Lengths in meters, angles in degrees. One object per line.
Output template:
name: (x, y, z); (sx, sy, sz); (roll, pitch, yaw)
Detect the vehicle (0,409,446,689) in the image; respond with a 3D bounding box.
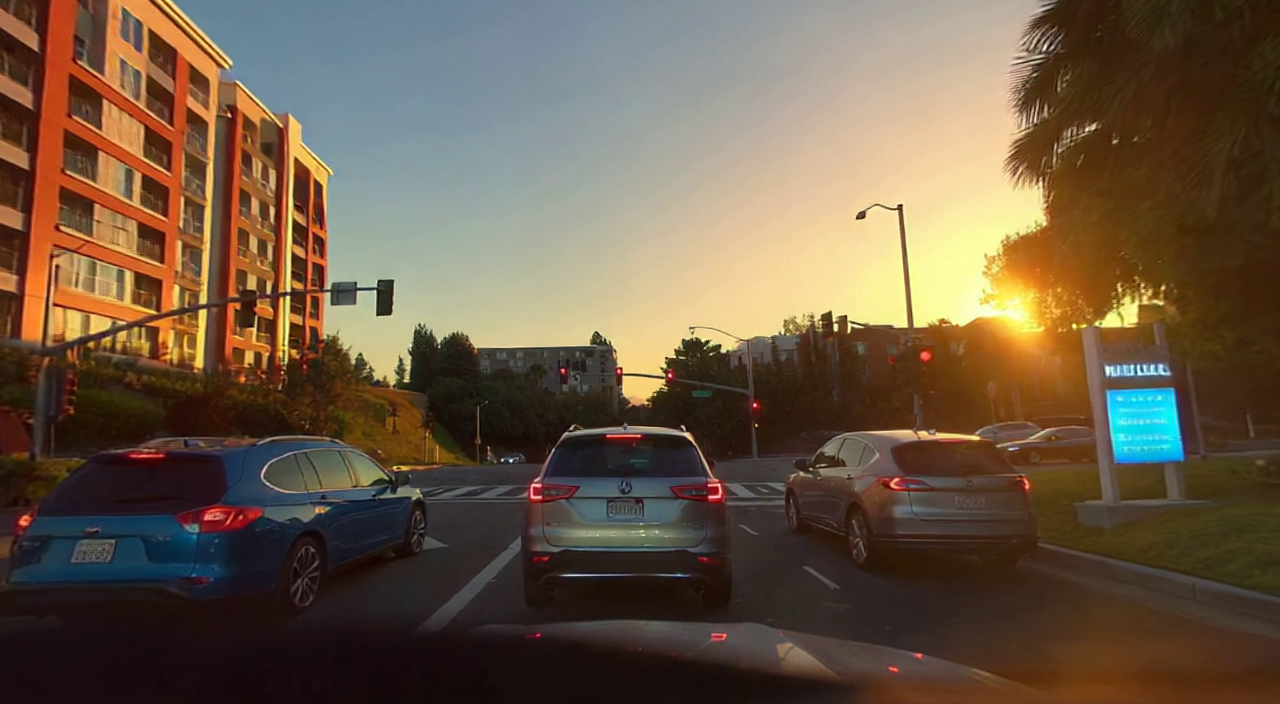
vehicle: (-3.544, 1.420, 5.825); (1.906, 1.524, 4.547); (0, -8, 2)

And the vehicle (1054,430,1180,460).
vehicle: (23.916, 4.678, 31.713); (4.723, 1.460, 1.904); (0, -8, 0)

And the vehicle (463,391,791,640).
vehicle: (-0.098, 1.414, 6.439); (2.195, 1.662, 4.262); (0, -8, 0)

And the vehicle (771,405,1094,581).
vehicle: (3.221, 1.662, 8.256); (2.004, 1.646, 4.554); (0, -8, 0)
